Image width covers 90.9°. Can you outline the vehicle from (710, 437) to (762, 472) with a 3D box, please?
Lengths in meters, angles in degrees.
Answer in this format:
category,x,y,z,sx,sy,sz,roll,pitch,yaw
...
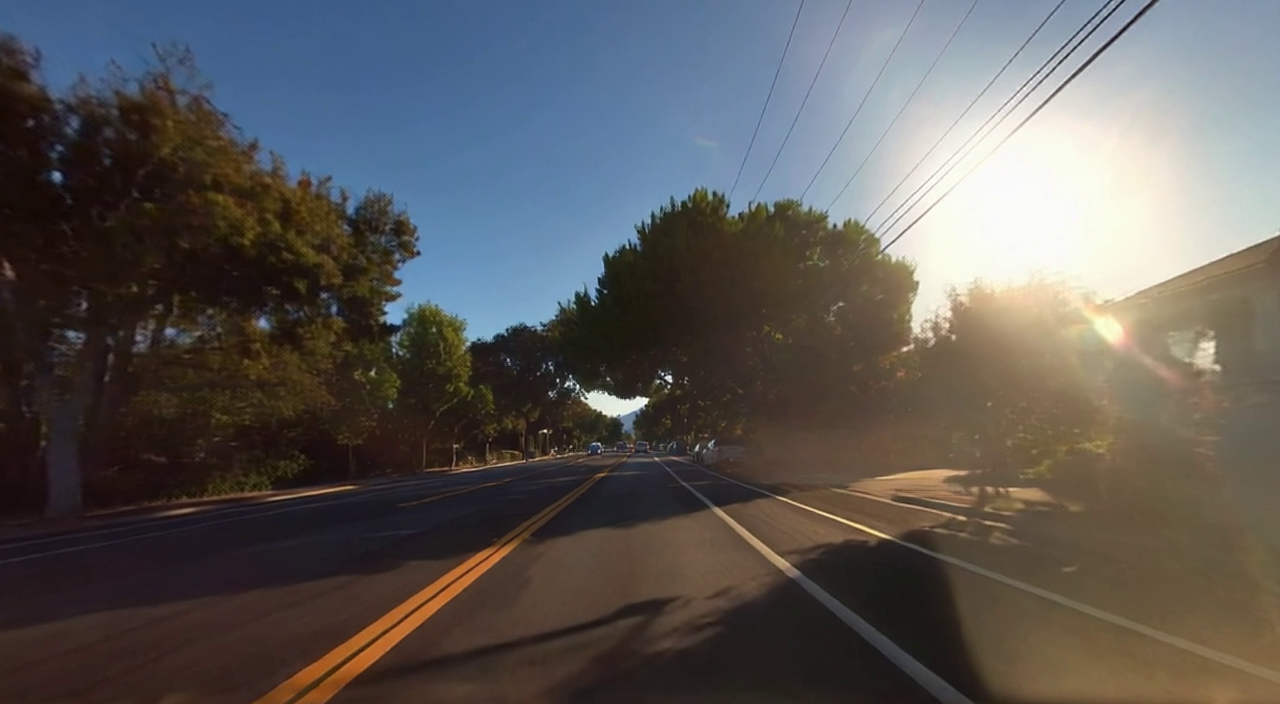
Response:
category,x,y,z,sx,sy,sz,roll,pitch,yaw
vehicle,5.298,5.774,35.525,2.160,1.800,4.646,0,-9,-1
